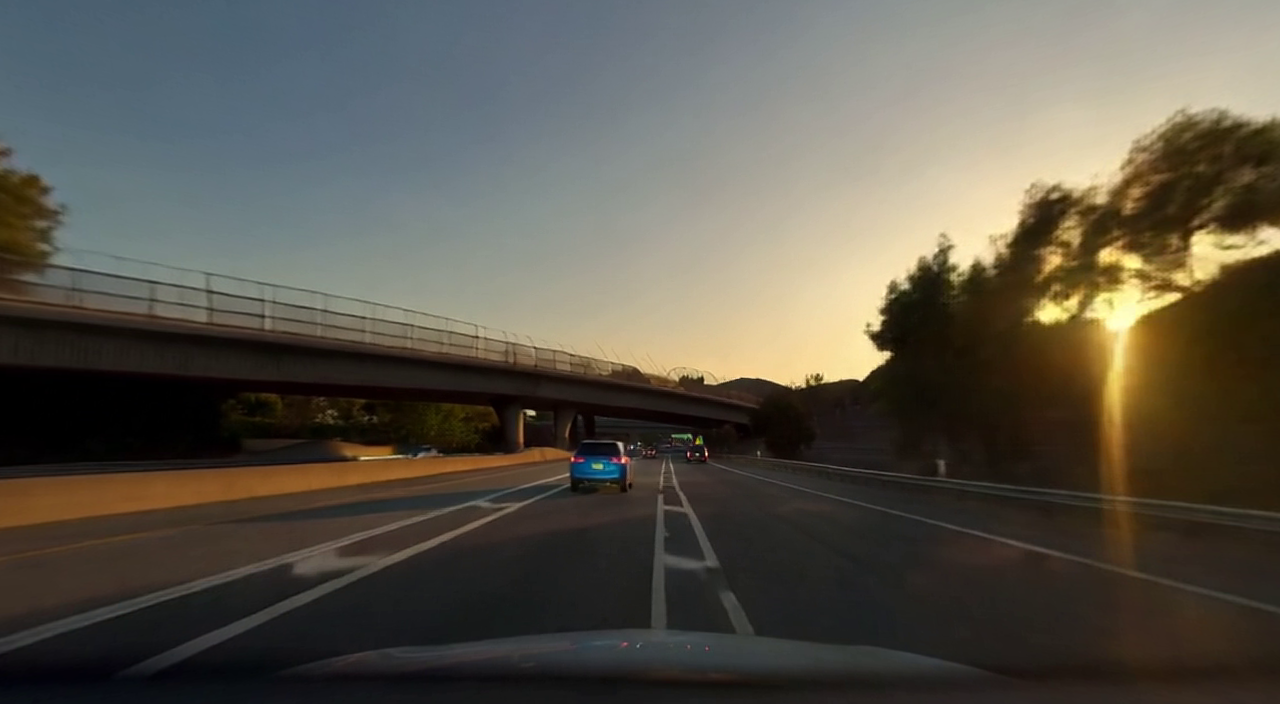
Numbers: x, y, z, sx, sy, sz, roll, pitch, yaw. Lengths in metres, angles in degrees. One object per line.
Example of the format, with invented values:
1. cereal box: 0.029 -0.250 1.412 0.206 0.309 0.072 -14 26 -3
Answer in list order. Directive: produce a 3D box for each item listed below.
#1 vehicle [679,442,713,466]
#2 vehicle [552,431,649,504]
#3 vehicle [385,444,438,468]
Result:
1. vehicle: 3.952 7.285 45.064 2.073 1.621 3.993 0 -8 0
2. vehicle: -0.906 3.061 17.114 2.143 1.693 4.513 -1 -8 2
3. vehicle: -17.859 8.144 49.612 2.248 1.820 4.877 -1 -8 1
